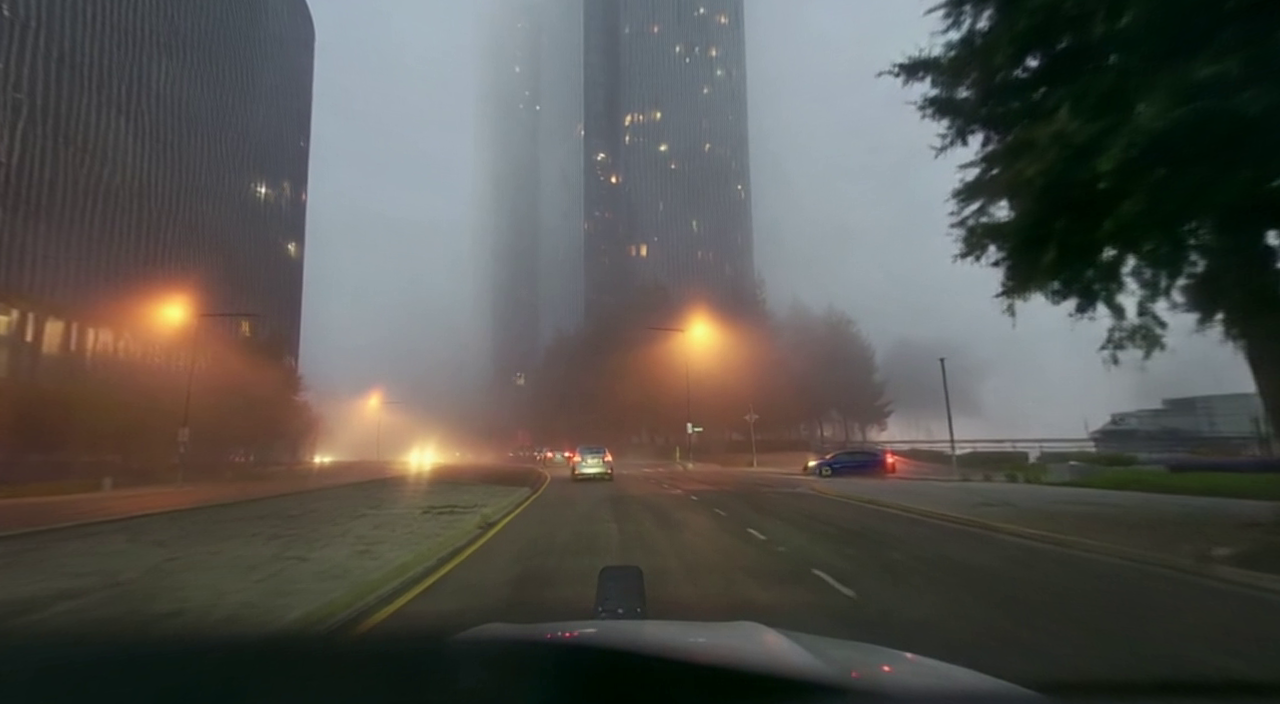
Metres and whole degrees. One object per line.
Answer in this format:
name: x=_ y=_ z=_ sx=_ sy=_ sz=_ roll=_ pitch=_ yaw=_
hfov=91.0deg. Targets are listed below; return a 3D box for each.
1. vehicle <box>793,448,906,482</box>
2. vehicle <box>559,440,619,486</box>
vehicle: x=9.761 y=5.302 z=29.661 sx=4.645 sy=1.505 sz=2.100 roll=-1 pitch=-9 yaw=4
vehicle: x=-2.034 y=4.428 z=25.385 sx=2.183 sy=1.675 sz=4.319 roll=1 pitch=-9 yaw=-4
